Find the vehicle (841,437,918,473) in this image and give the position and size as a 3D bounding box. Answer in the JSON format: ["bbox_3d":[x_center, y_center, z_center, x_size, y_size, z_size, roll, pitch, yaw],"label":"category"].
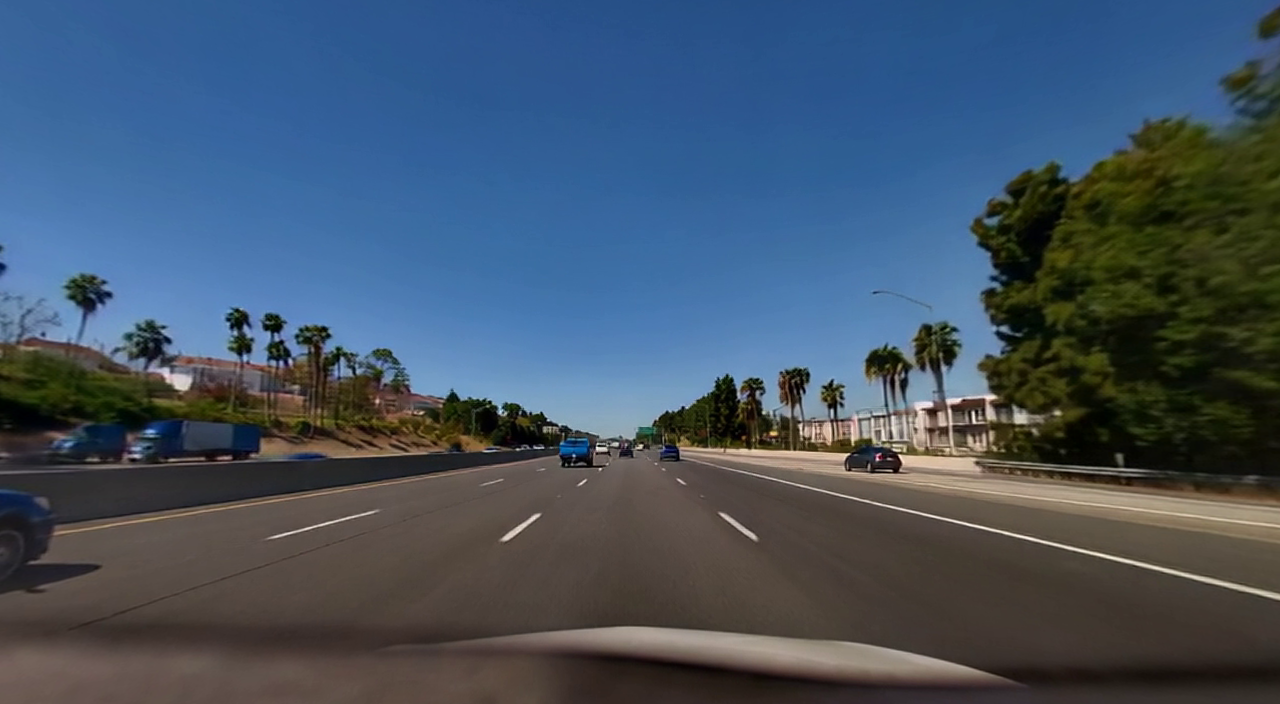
[{"bbox_3d":[12.957,5.619,34.490,2.168,1.792,4.457,0,-9,-4],"label":"vehicle"}]

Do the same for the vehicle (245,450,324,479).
[{"bbox_3d":[-18.669,5.883,33.396,1.796,1.416,4.085,0,-9,0],"label":"vehicle"}]

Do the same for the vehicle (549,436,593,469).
[{"bbox_3d":[-4.235,6.328,39.805,2.225,1.967,4.673,0,-9,0],"label":"vehicle"}]

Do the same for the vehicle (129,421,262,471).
[{"bbox_3d":[-33.062,7.137,47.727,3.181,3.372,9.724,0,-9,-2],"label":"vehicle"}]
